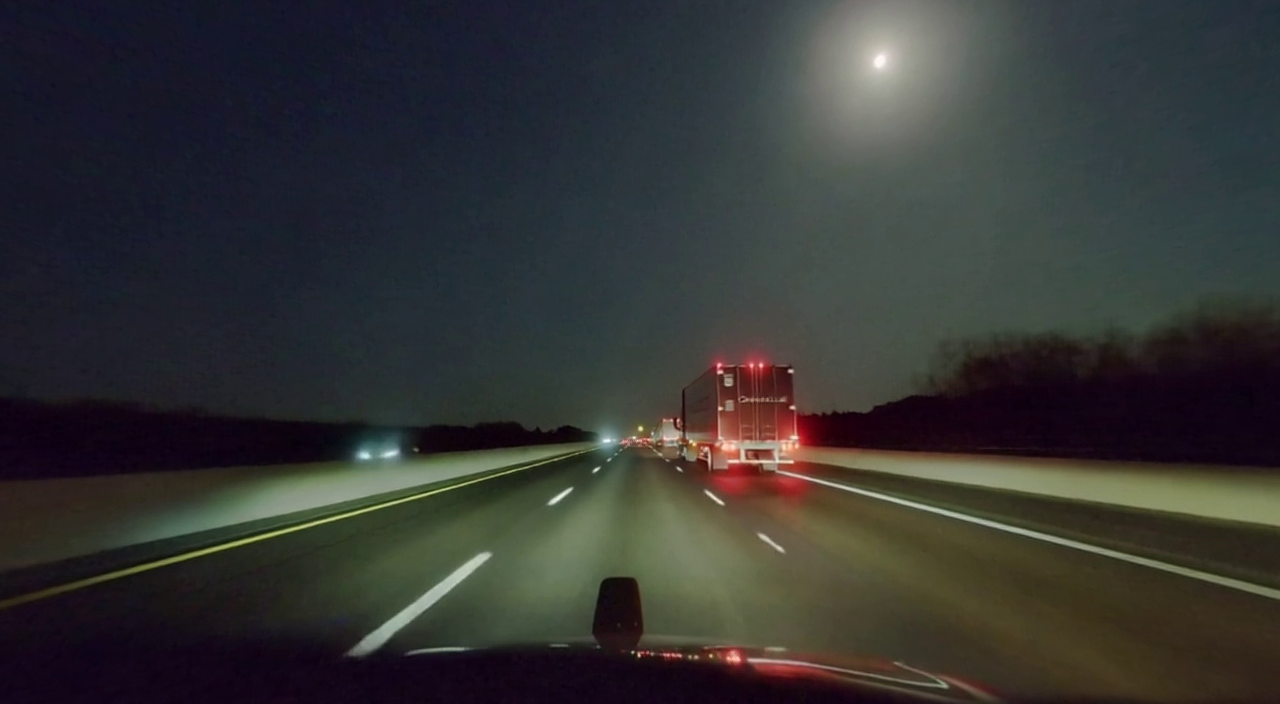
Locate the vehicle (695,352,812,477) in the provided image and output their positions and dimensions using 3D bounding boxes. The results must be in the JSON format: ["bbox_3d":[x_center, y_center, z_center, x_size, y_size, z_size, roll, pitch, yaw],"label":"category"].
[{"bbox_3d":[3.974,2.595,24.384,2.840,3.947,8.920,0,-8,0],"label":"vehicle"}]

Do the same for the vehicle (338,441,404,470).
[{"bbox_3d":[-14.677,5.654,34.512,1.816,1.468,4.357,0,-8,-1],"label":"vehicle"}]
